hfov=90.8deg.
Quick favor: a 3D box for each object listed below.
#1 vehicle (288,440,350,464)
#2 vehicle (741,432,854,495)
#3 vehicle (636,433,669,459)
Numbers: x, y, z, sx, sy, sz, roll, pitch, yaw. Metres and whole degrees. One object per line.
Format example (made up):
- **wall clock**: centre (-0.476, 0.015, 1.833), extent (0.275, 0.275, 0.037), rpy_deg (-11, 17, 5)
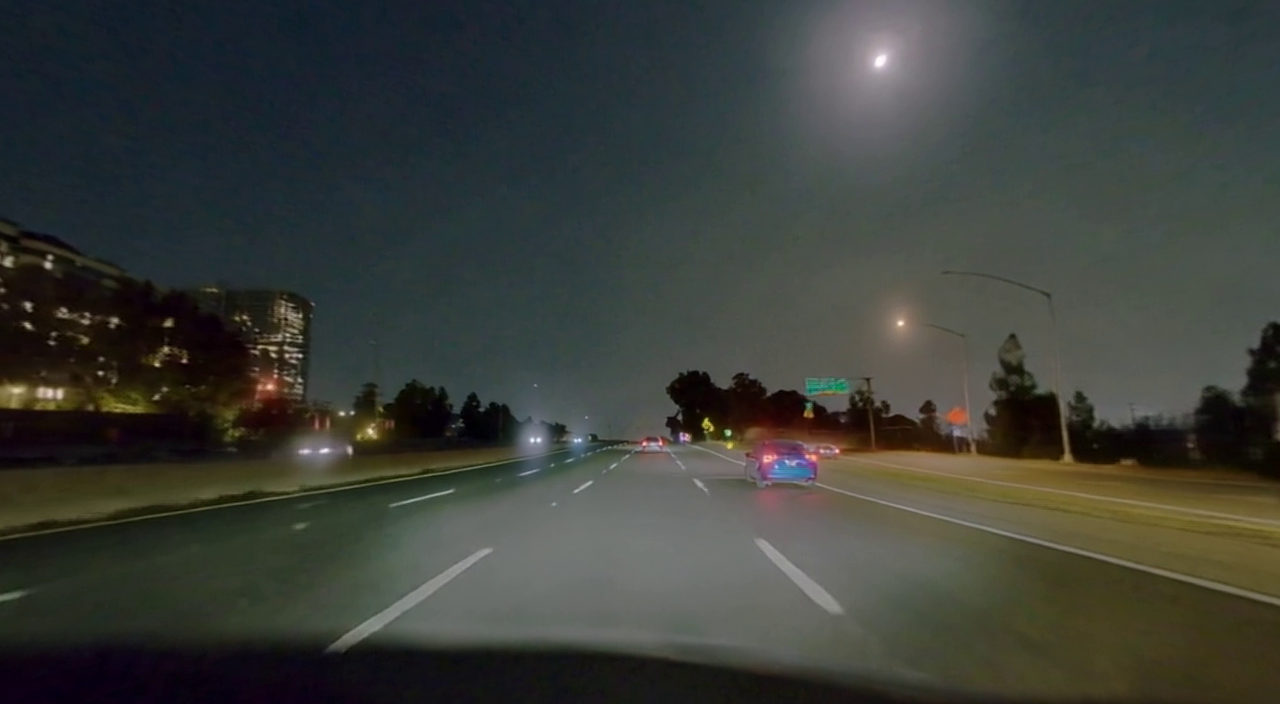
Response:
- **vehicle**: centre (-23.881, 7.449, 47.207), extent (1.937, 1.623, 4.882), rpy_deg (0, -9, 2)
- **vehicle**: centre (4.252, 3.095, 17.902), extent (2.029, 1.528, 4.644), rpy_deg (0, -9, 0)
- **vehicle**: centre (0.855, 6.582, 44.074), extent (2.127, 1.692, 4.382), rpy_deg (0, -9, 1)
